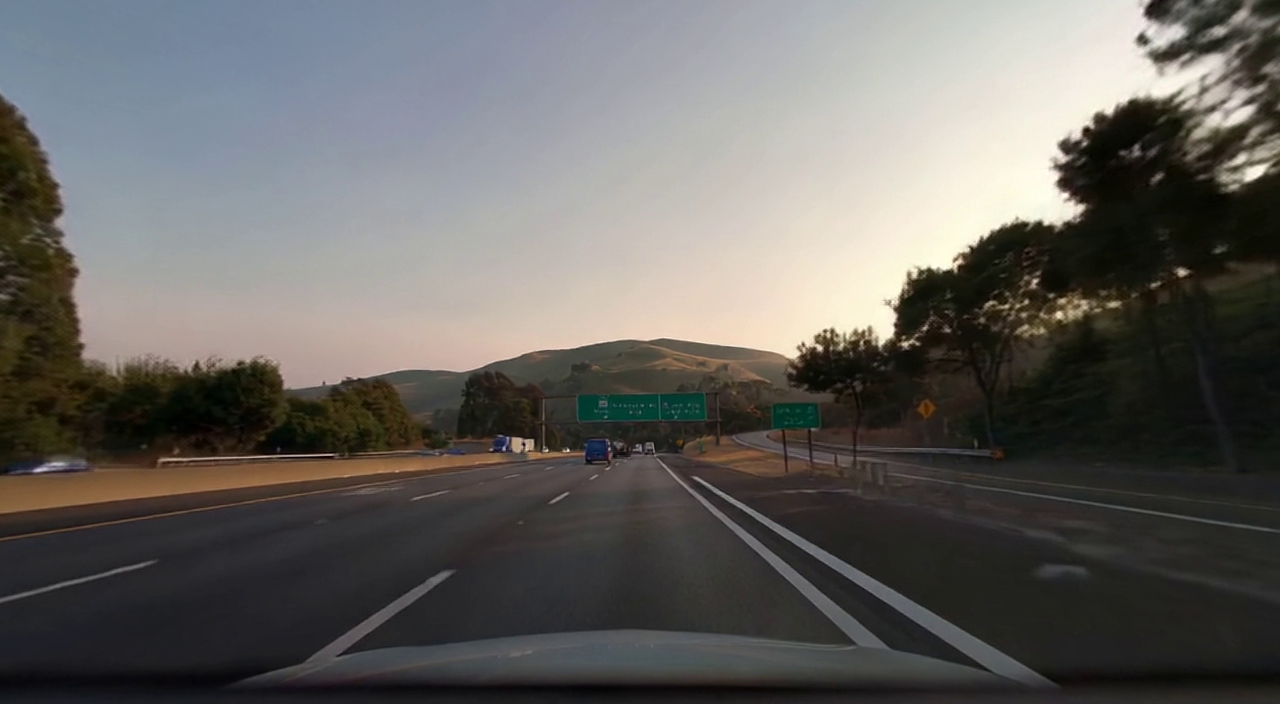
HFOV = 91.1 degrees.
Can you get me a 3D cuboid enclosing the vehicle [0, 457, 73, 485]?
[{"bbox_3d":[-37.663,7.196,38.324,1.868,1.486,4.731,0,-8,-3],"label":"vehicle"}]
